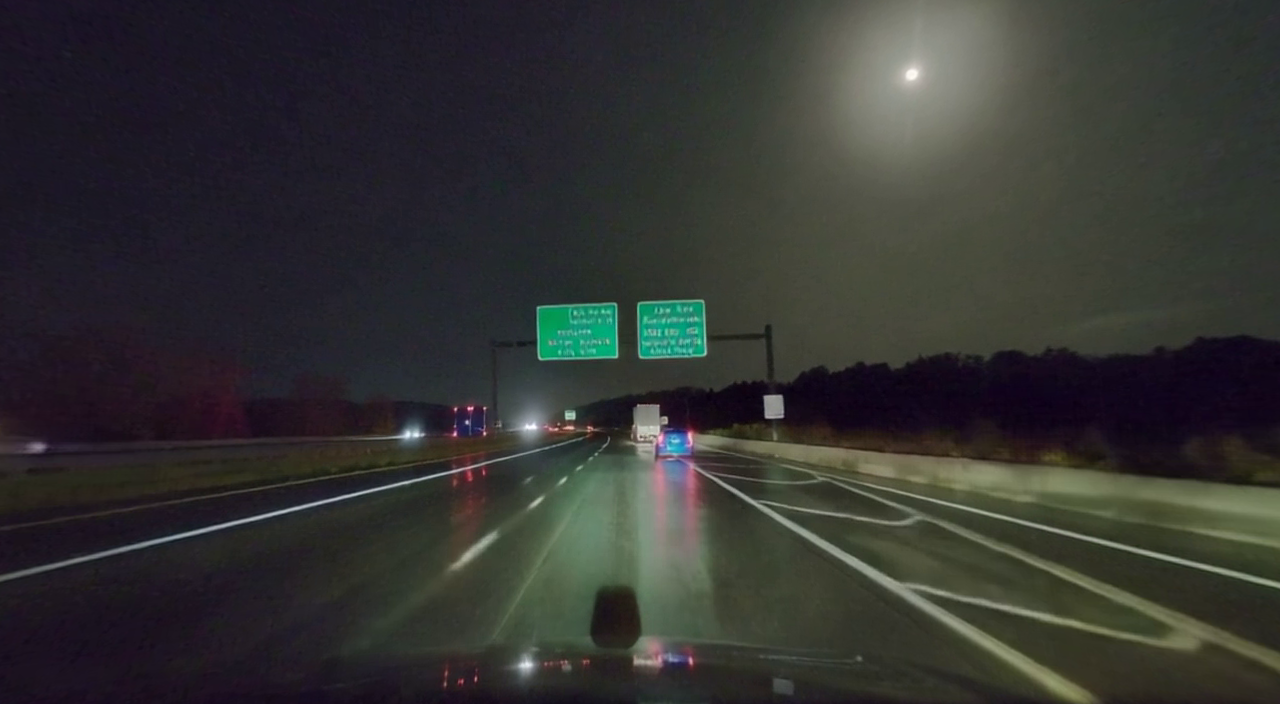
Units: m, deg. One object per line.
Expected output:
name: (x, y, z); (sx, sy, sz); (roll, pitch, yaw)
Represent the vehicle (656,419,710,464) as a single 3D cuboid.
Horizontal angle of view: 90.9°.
vehicle: (1.912, 4.186, 29.620); (2.076, 1.914, 4.287); (0, -8, -2)
